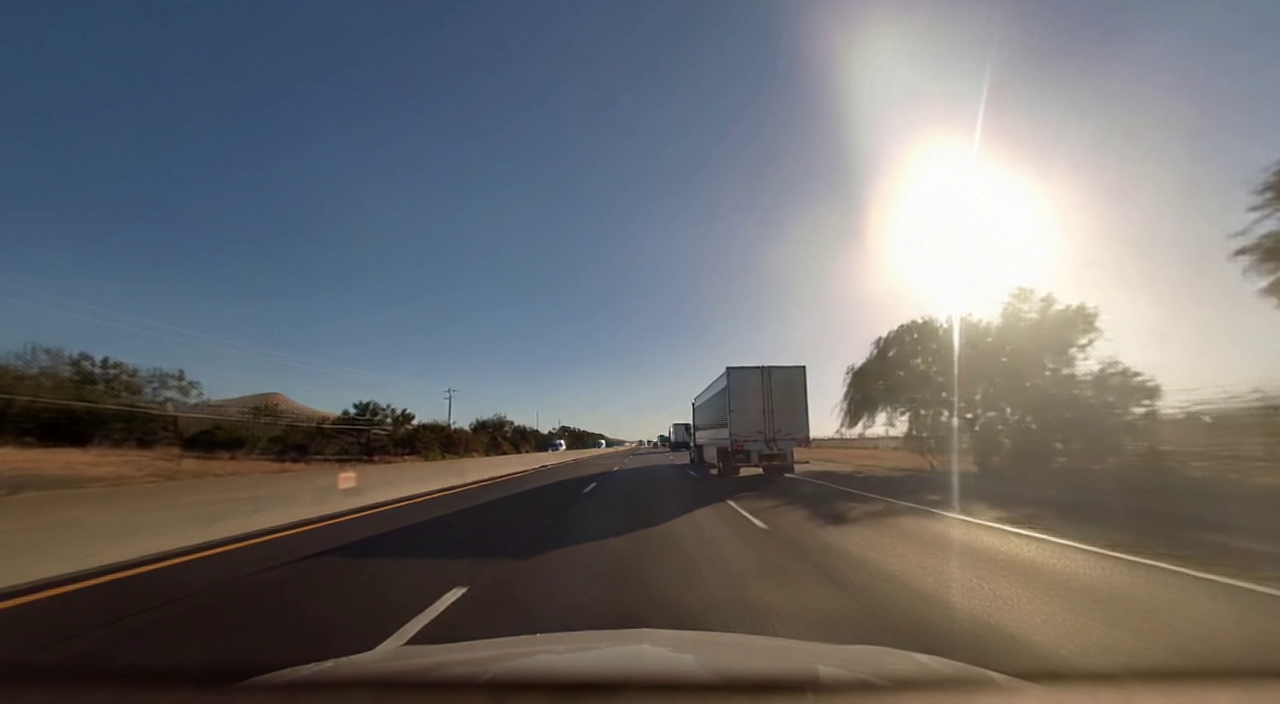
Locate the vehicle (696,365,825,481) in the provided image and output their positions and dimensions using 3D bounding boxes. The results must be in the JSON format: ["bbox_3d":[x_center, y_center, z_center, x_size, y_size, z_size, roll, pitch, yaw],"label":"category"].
[{"bbox_3d":[4.793,3.507,28.862,3.485,3.975,14.489,0,-8,2],"label":"vehicle"}]
